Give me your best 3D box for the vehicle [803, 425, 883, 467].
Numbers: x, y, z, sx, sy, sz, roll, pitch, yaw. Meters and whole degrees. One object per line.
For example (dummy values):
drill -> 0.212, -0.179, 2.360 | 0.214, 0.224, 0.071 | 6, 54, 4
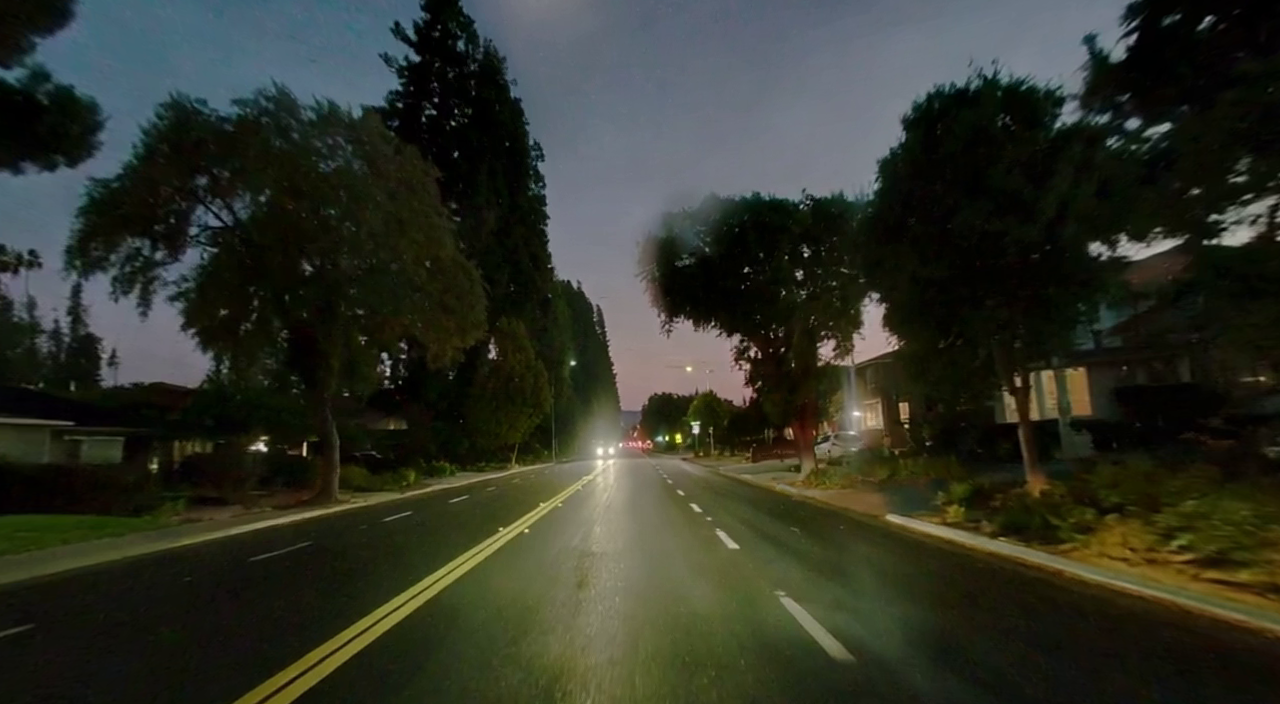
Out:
vehicle -> 10.676, 5.024, 33.754 | 2.305, 2.042, 5.711 | 0, -8, 0

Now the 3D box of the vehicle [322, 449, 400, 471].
vehicle -> -19.474, 7.552, 44.218 | 4.459, 1.432, 1.979 | 0, -9, -1
